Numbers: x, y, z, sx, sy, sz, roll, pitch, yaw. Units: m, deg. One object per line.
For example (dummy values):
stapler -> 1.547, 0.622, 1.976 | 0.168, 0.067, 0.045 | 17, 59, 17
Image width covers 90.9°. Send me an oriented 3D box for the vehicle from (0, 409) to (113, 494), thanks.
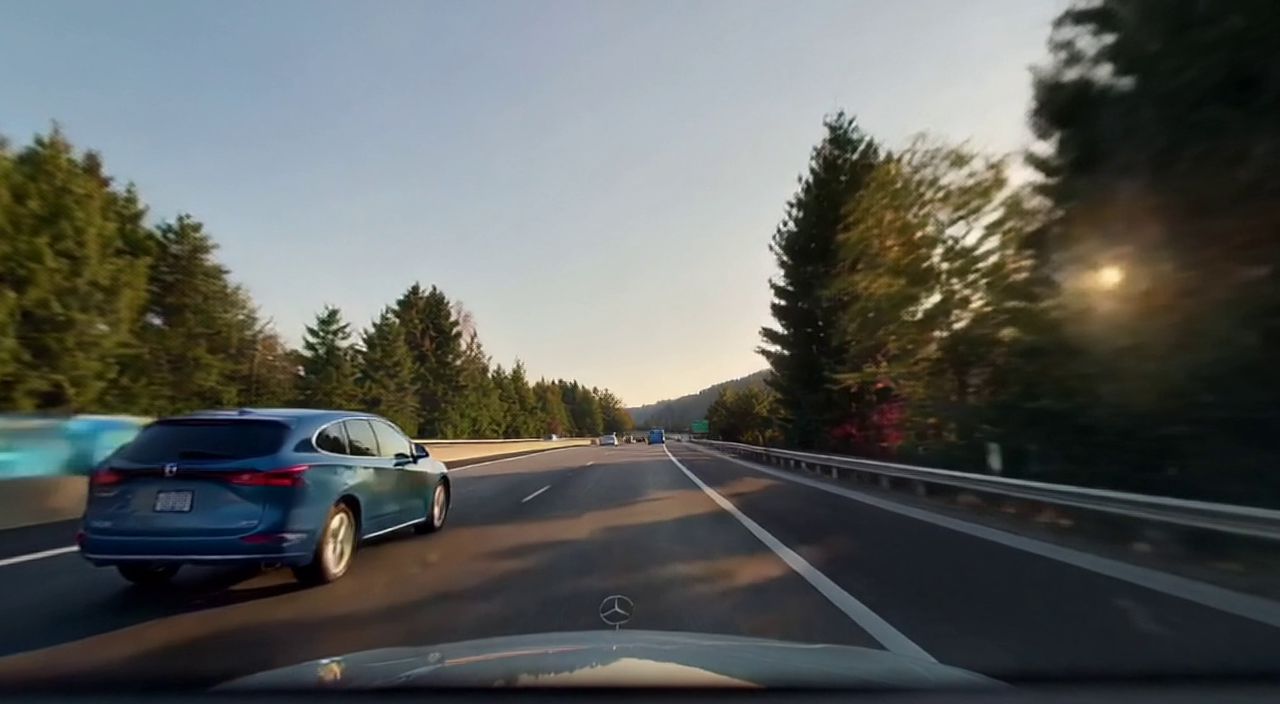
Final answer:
vehicle -> -15.241, 2.258, 14.330 | 2.120, 1.862, 5.124 | 0, -8, -1
